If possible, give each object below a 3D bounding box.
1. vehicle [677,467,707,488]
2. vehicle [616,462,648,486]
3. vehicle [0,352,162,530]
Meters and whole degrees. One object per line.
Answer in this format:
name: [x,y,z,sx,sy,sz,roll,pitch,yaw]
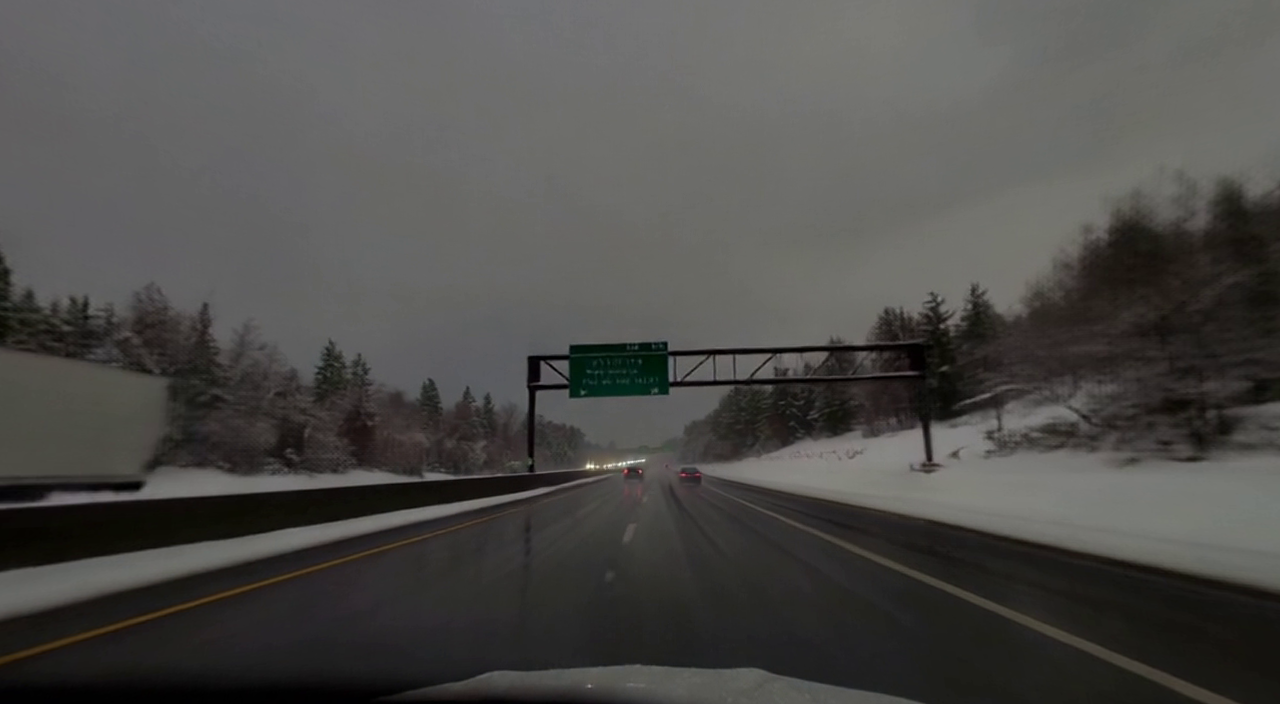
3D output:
vehicle: [3.931,9.543,48.026,1.937,1.467,4.061,1,-10,1]
vehicle: [-0.524,9.409,48.572,2.160,1.721,4.368,0,-11,3]
vehicle: [-15.663,1.350,10.685,2.896,3.861,14.932,1,-11,2]
